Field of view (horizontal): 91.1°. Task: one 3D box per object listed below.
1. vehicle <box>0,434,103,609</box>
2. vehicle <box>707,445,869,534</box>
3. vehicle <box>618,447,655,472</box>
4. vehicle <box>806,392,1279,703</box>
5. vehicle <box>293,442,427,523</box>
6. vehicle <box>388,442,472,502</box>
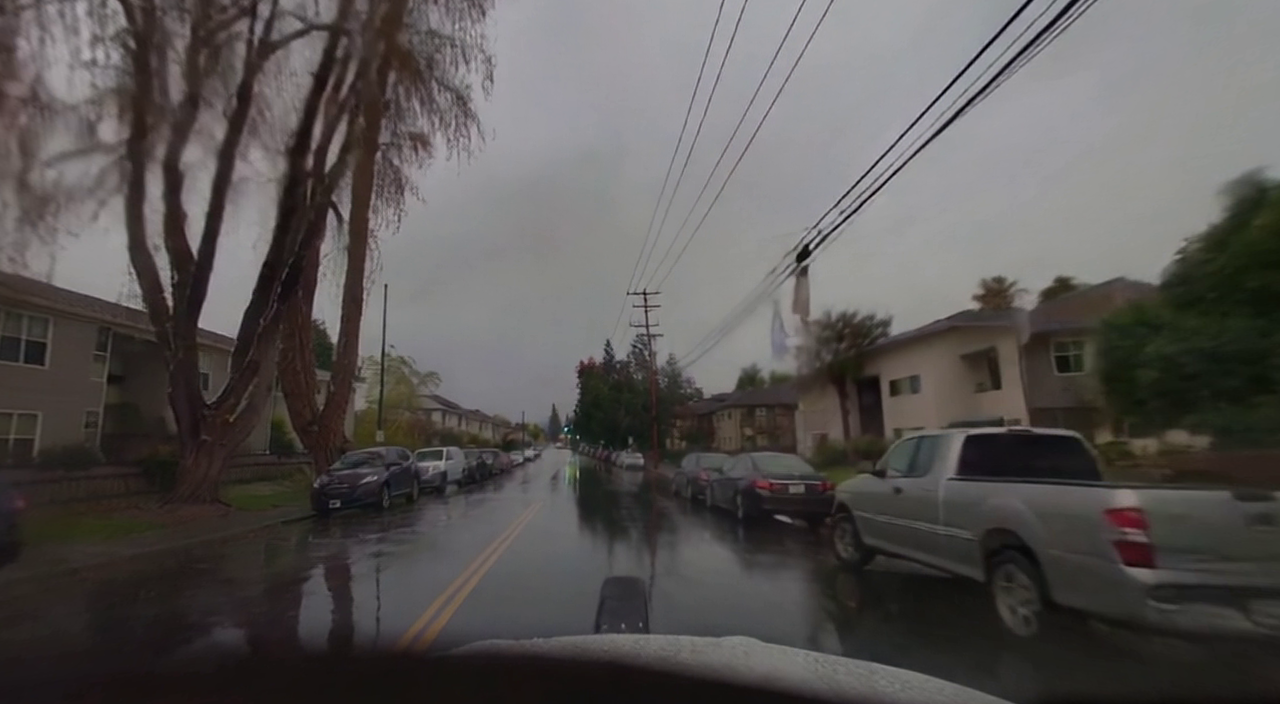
[{"bbox_3d":[-7.779,1.647,5.712,2.037,1.851,4.569,0,-11,-7],"label":"vehicle"},{"bbox_3d":[2.784,2.705,13.108,1.868,1.494,4.652,1,-9,-5],"label":"vehicle"},{"bbox_3d":[-0.294,7.870,45.777,2.328,1.730,4.225,1,-10,-5],"label":"vehicle"},{"bbox_3d":[3.429,1.386,5.280,2.272,1.626,5.170,1,-9,-5],"label":"vehicle"},{"bbox_3d":[-7.831,3.620,18.153,2.056,1.876,4.824,-1,-8,-5],"label":"vehicle"},{"bbox_3d":[-8.519,4.837,26.024,2.120,1.989,5.616,-2,-7,-6],"label":"vehicle"}]
